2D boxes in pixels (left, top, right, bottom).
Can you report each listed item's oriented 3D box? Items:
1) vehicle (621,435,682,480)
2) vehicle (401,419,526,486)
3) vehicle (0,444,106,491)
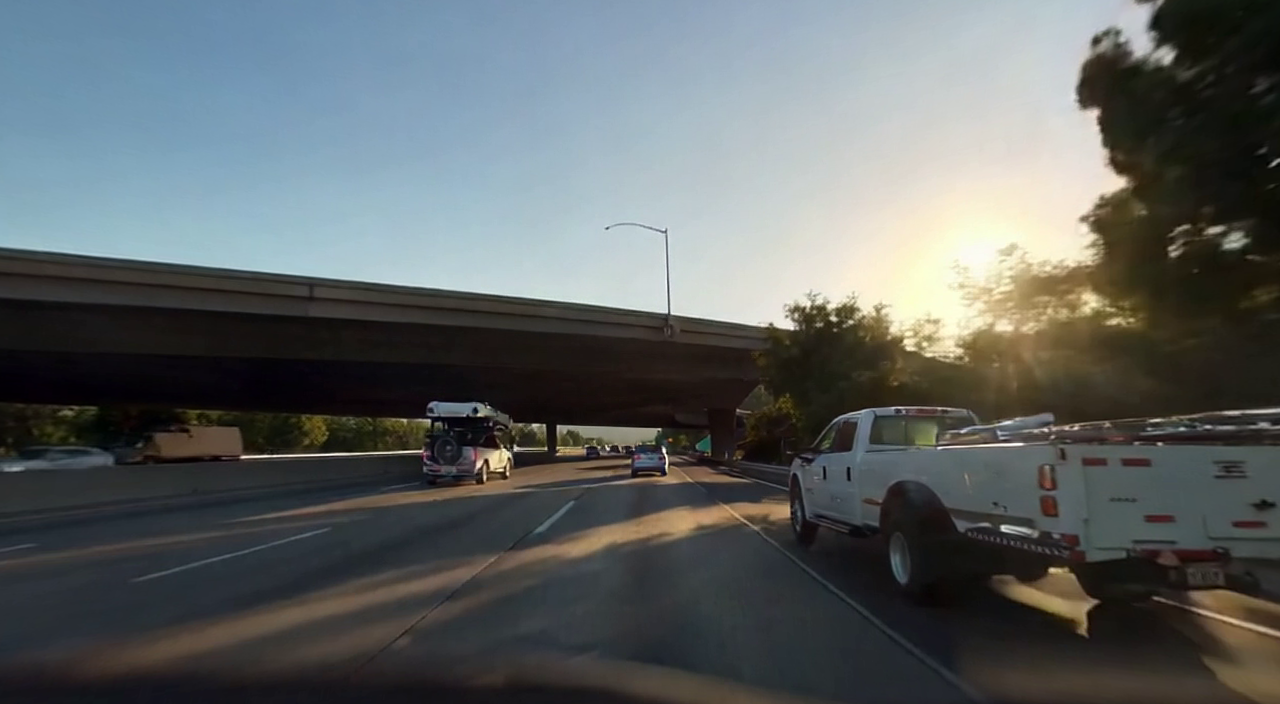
[{"bbox_3d":[0.473,4.375,26.373,2.336,1.722,4.212,0,-8,0],"label":"vehicle"},{"bbox_3d":[-6.589,3.905,24.835,2.827,2.236,7.057,0,-8,0],"label":"vehicle"},{"bbox_3d":[-20.923,3.854,21.315,1.818,1.433,4.380,0,-8,1],"label":"vehicle"}]
